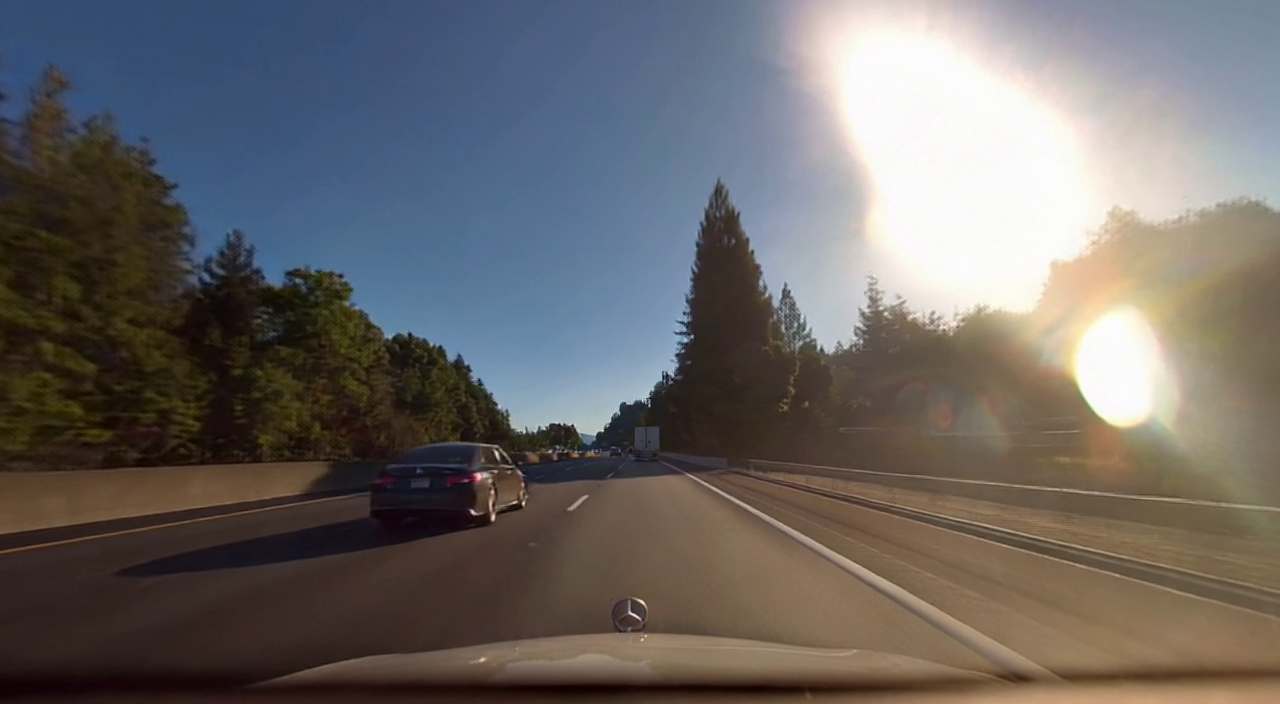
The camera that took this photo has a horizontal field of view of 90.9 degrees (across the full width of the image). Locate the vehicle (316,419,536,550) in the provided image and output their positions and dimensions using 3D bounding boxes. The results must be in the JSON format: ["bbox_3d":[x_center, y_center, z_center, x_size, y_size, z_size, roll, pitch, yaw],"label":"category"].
[{"bbox_3d":[-3.180,2.088,10.590,2.017,1.680,4.636,0,-9,0],"label":"vehicle"}]
